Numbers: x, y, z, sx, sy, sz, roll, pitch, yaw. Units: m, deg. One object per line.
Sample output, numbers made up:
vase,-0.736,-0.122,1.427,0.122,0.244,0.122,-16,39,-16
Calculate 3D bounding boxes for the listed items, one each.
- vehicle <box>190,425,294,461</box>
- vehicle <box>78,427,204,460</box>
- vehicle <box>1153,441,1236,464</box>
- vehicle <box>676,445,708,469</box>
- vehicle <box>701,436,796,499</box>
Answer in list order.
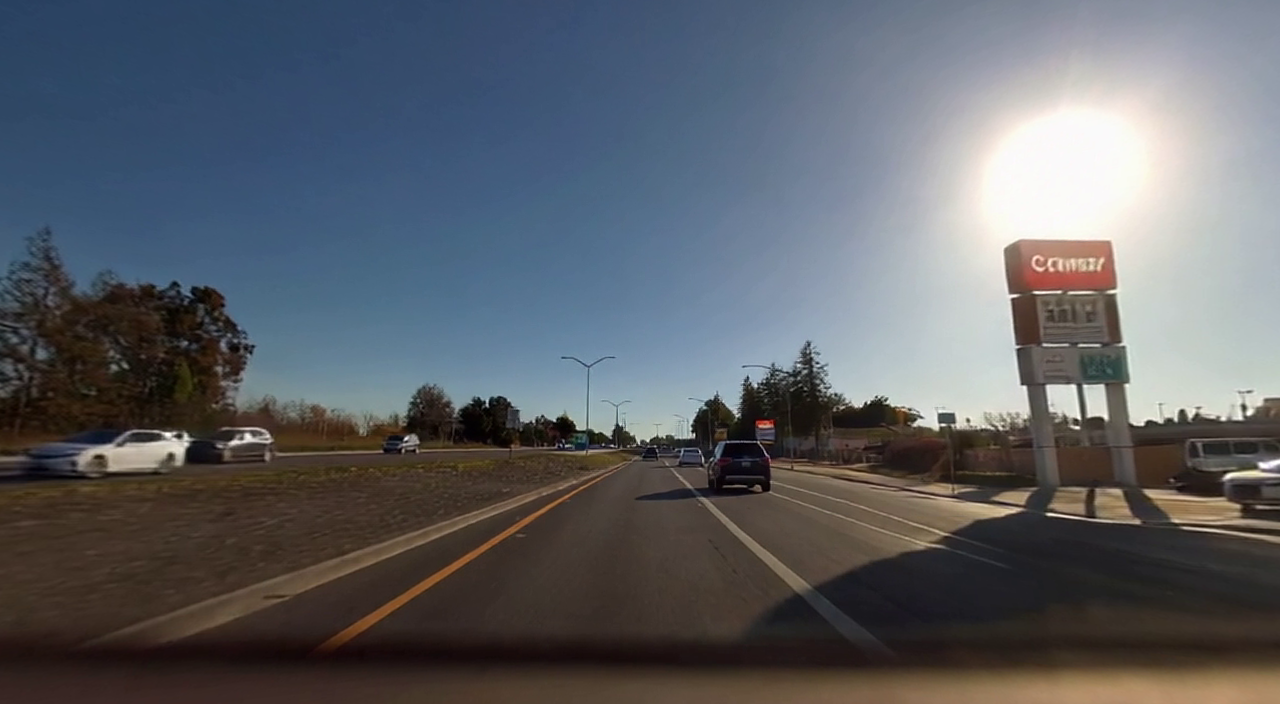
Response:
vehicle,-19.488,4.522,31.160,1.941,1.629,4.557,-1,-8,4
vehicle,-23.401,4.338,29.830,2.036,1.459,4.574,-1,-8,3
vehicle,37.061,6.724,42.133,4.234,1.450,2.000,2,-9,-14
vehicle,3.694,7.510,45.237,2.012,1.612,4.114,0,-8,1
vehicle,3.329,3.648,20.414,2.184,1.777,4.712,0,-8,-1
